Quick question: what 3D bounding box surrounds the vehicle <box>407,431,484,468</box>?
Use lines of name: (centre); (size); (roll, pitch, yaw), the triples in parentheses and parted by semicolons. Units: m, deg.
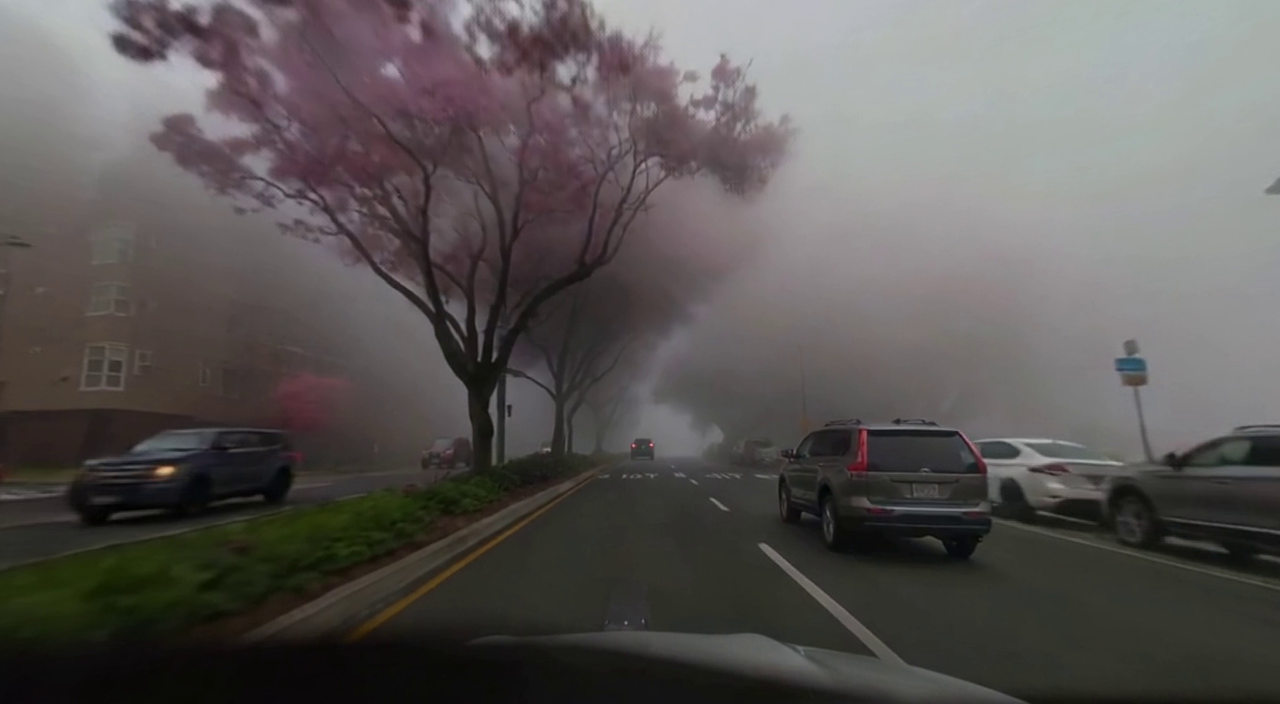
vehicle: (-10.609, 5.365, 34.988); (2.502, 1.881, 5.953); (0, -8, -2)

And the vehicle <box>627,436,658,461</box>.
vehicle: (0.218, 7.395, 48.571); (2.244, 1.813, 4.129); (0, -8, 1)

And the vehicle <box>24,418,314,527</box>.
vehicle: (-8.386, 2.161, 11.940); (2.042, 1.654, 4.504); (0, -8, -1)

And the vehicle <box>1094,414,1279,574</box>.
vehicle: (7.628, 1.542, 6.976); (1.869, 1.658, 4.405); (0, -8, 0)

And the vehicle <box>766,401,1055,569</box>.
vehicle: (3.286, 1.710, 8.921); (2.071, 1.747, 4.549); (0, -8, 0)
